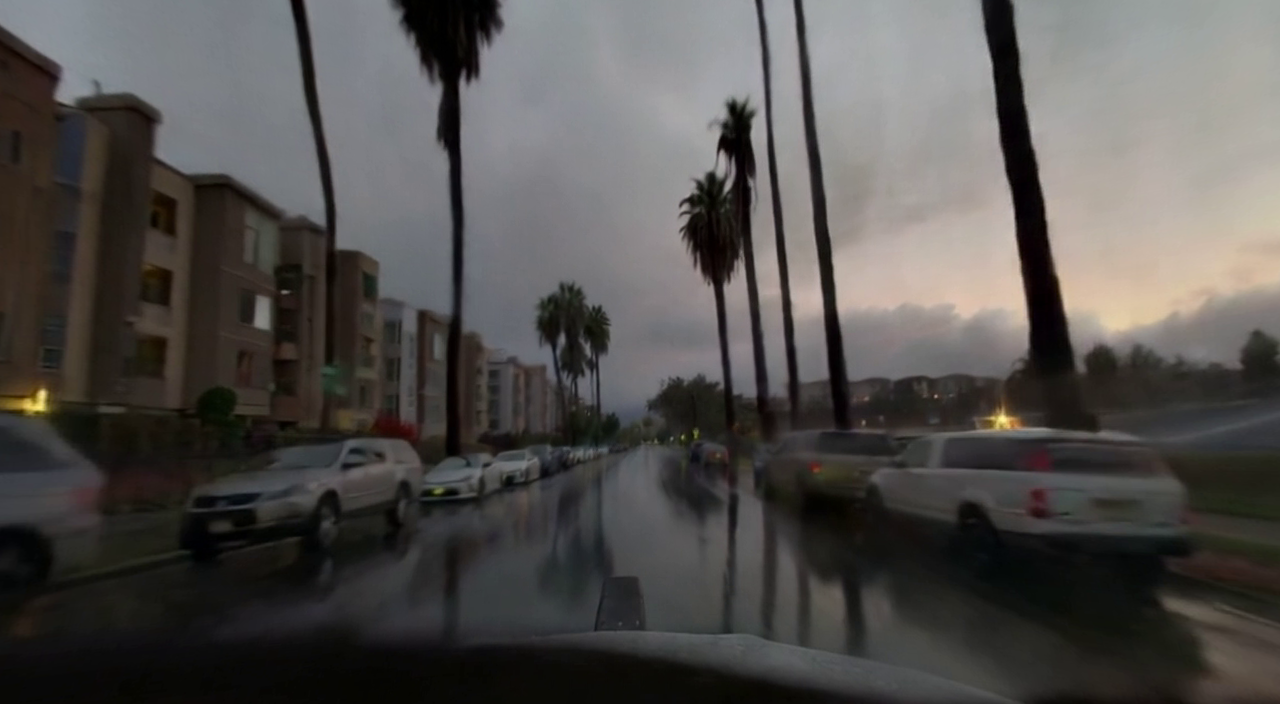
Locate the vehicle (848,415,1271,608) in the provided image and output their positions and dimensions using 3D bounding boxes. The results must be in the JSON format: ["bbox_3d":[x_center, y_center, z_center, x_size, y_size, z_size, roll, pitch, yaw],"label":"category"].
[{"bbox_3d":[4.630,1.815,8.231,2.220,1.738,4.800,0,-9,1],"label":"vehicle"}]

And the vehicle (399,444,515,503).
[{"bbox_3d":[-5.290,3.557,18.976,2.031,1.505,4.540,0,-9,1],"label":"vehicle"}]

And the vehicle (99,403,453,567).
[{"bbox_3d":[-5.351,2.084,10.843,2.227,1.967,6.220,0,-9,2],"label":"vehicle"}]

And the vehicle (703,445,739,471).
[{"bbox_3d":[5.219,6.908,41.415,1.991,1.525,5.203,0,-9,3],"label":"vehicle"}]

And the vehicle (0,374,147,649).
[{"bbox_3d":[-5.466,0.951,3.303,2.087,1.896,4.554,0,-8,-1],"label":"vehicle"}]
